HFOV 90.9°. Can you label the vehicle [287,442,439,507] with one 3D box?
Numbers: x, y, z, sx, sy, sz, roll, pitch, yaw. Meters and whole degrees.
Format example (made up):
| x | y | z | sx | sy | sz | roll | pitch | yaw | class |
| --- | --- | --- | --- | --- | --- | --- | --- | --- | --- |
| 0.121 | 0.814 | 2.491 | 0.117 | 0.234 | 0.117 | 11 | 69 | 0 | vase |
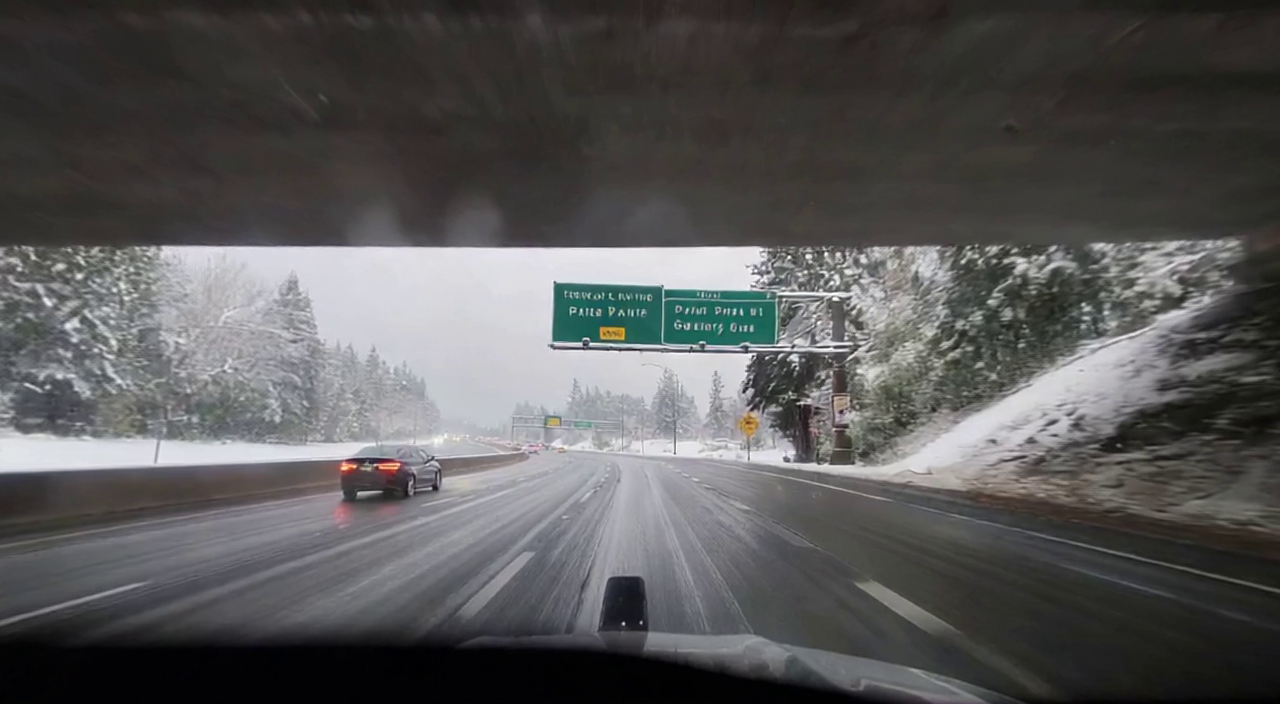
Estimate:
| x | y | z | sx | sy | sz | roll | pitch | yaw | class |
| --- | --- | --- | --- | --- | --- | --- | --- | --- | --- |
| -7.179 | 3.191 | 16.966 | 2.025 | 1.494 | 4.495 | 0 | -8 | 0 | vehicle |
